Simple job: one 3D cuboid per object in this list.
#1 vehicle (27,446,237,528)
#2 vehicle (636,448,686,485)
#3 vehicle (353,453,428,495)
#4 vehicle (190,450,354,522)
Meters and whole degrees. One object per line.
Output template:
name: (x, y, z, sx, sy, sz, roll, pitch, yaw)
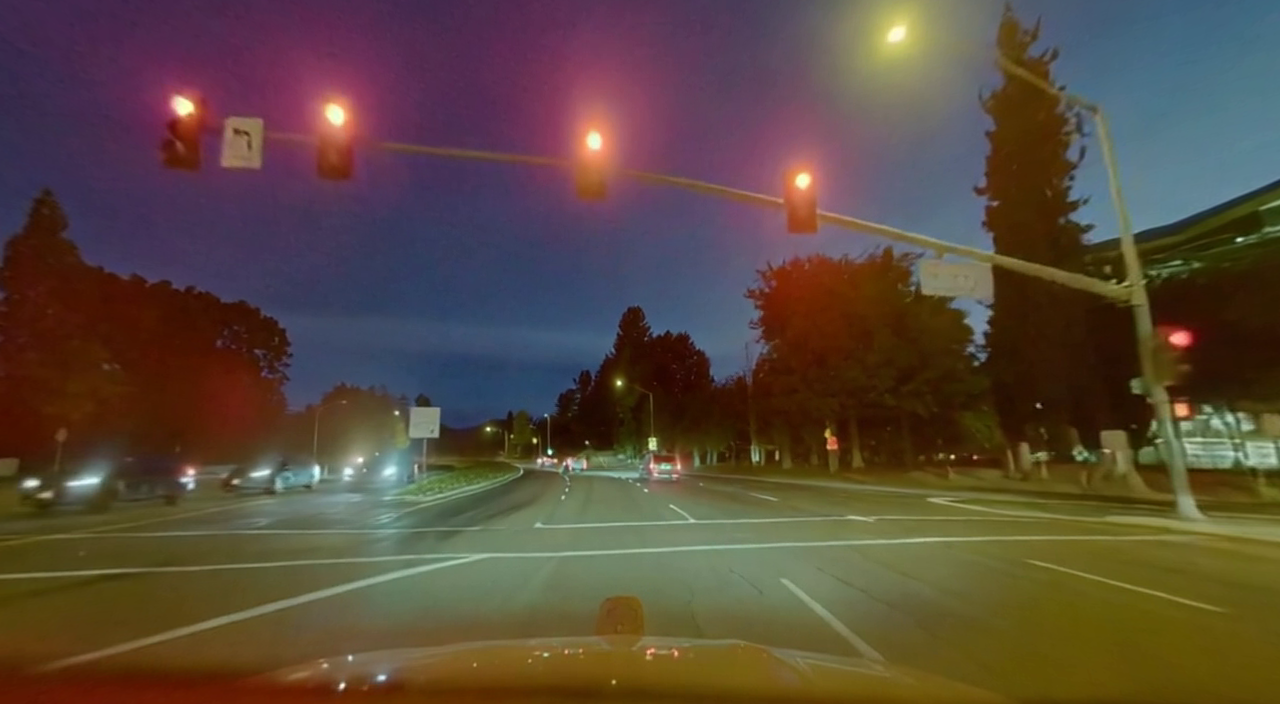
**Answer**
vehicle: (-12.619, 3.302, 16.197, 1.989, 1.619, 4.612, 1, -7, -7)
vehicle: (1.007, 5.824, 32.432, 2.024, 1.724, 3.928, 1, -9, -6)
vehicle: (-10.119, 4.928, 25.875, 1.722, 1.519, 3.826, 0, -9, -4)
vehicle: (-9.683, 3.502, 17.129, 1.961, 1.492, 4.479, 0, -7, -3)
